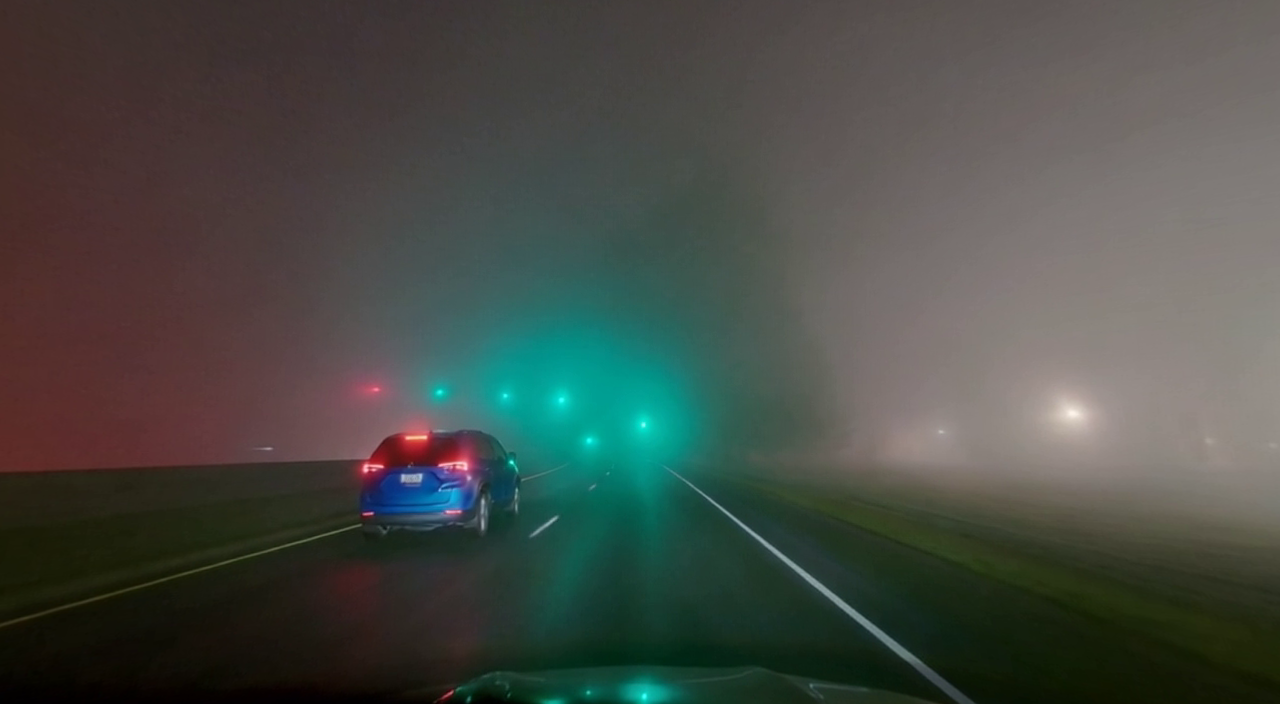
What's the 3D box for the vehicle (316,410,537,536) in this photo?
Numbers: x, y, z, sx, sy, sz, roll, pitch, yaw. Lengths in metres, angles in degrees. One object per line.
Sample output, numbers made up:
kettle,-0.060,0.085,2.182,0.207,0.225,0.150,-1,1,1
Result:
vehicle,-3.591,2.172,11.925,2.336,1.857,4.986,0,-8,1
